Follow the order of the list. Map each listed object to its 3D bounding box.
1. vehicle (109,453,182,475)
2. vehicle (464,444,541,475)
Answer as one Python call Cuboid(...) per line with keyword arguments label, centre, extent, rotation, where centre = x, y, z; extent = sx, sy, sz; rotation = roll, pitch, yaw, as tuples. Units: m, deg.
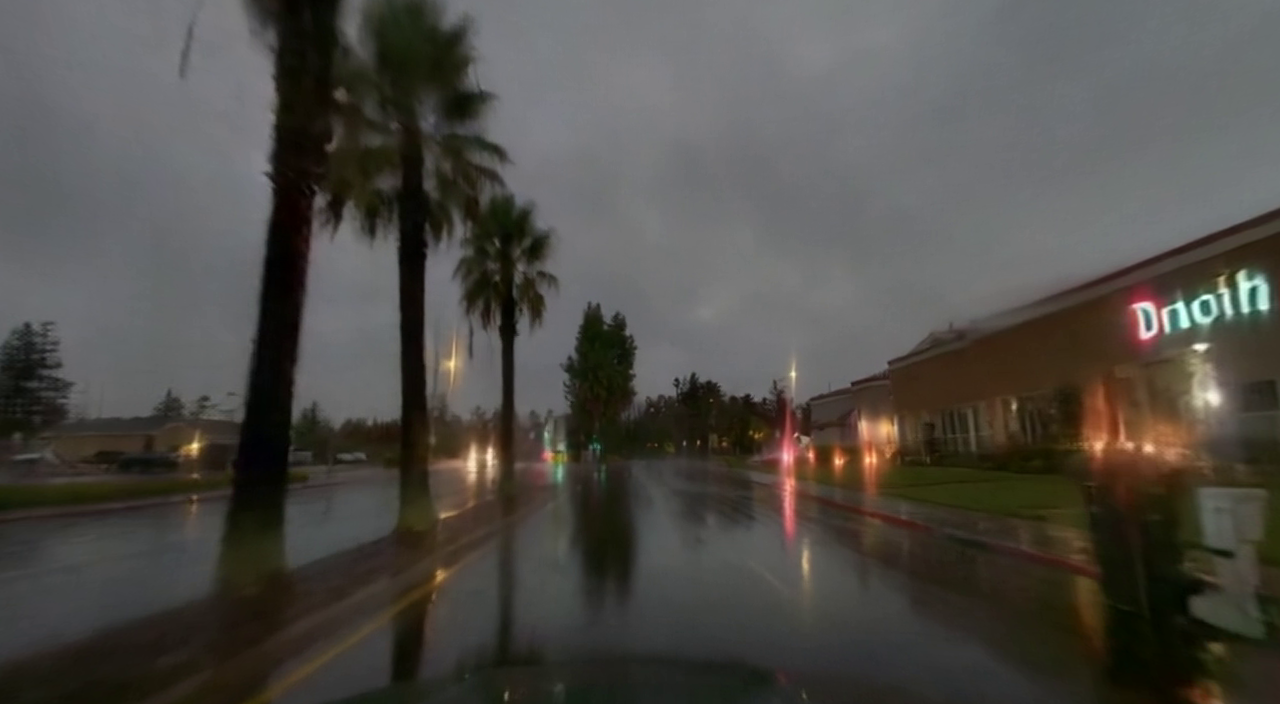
Cuboid(label="vehicle", centre=(-36.776, 8.312, 47.168), extent=(1.919, 1.502, 4.695), rotation=(1, -9, -4))
Cuboid(label="vehicle", centre=(-8.799, 6.839, 40.350), extent=(4.651, 1.863, 2.174), rotation=(-6, -11, 34))
